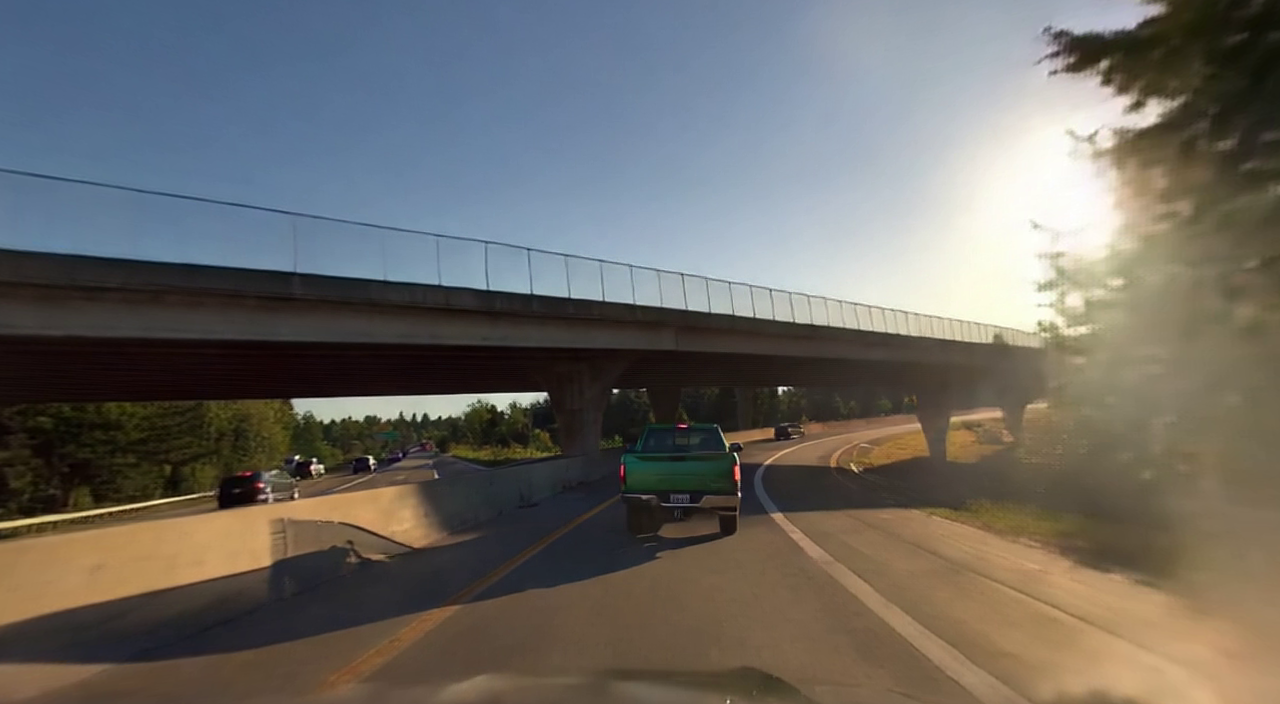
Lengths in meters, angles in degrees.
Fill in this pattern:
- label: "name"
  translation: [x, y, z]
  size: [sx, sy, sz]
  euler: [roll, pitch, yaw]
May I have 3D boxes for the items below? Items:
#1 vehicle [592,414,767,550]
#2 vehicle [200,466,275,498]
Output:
- label: "vehicle"
  translation: [0.688, 1.993, 10.345]
  size: [2.235, 1.716, 4.435]
  euler: [-1, -9, 5]
- label: "vehicle"
  translation: [-21.970, 7.076, 34.554]
  size: [1.965, 1.464, 4.514]
  euler: [1, -9, -12]
